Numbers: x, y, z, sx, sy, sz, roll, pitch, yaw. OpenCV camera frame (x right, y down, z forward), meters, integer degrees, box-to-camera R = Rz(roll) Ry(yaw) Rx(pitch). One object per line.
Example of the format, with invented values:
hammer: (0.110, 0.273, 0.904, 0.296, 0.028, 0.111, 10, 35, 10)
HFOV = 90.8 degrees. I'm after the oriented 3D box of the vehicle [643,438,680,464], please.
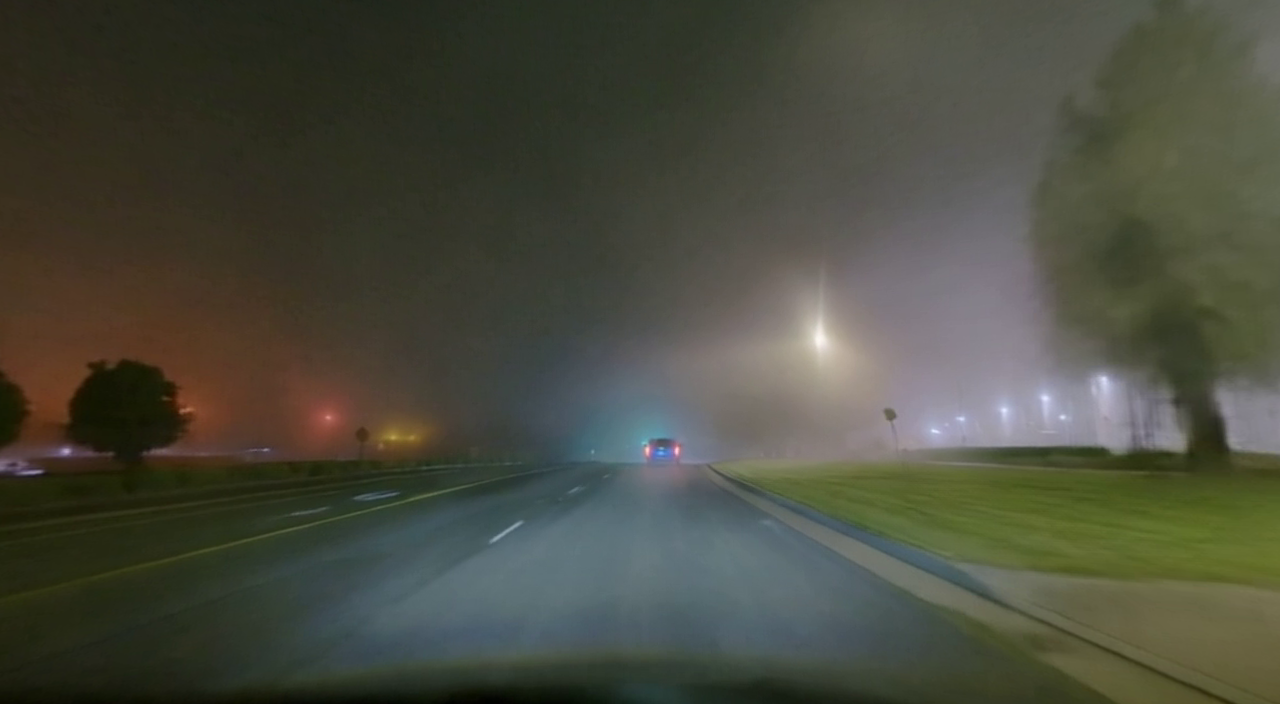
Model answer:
vehicle: (1.601, 7.108, 45.394, 2.370, 1.781, 4.440, -1, -9, 6)
